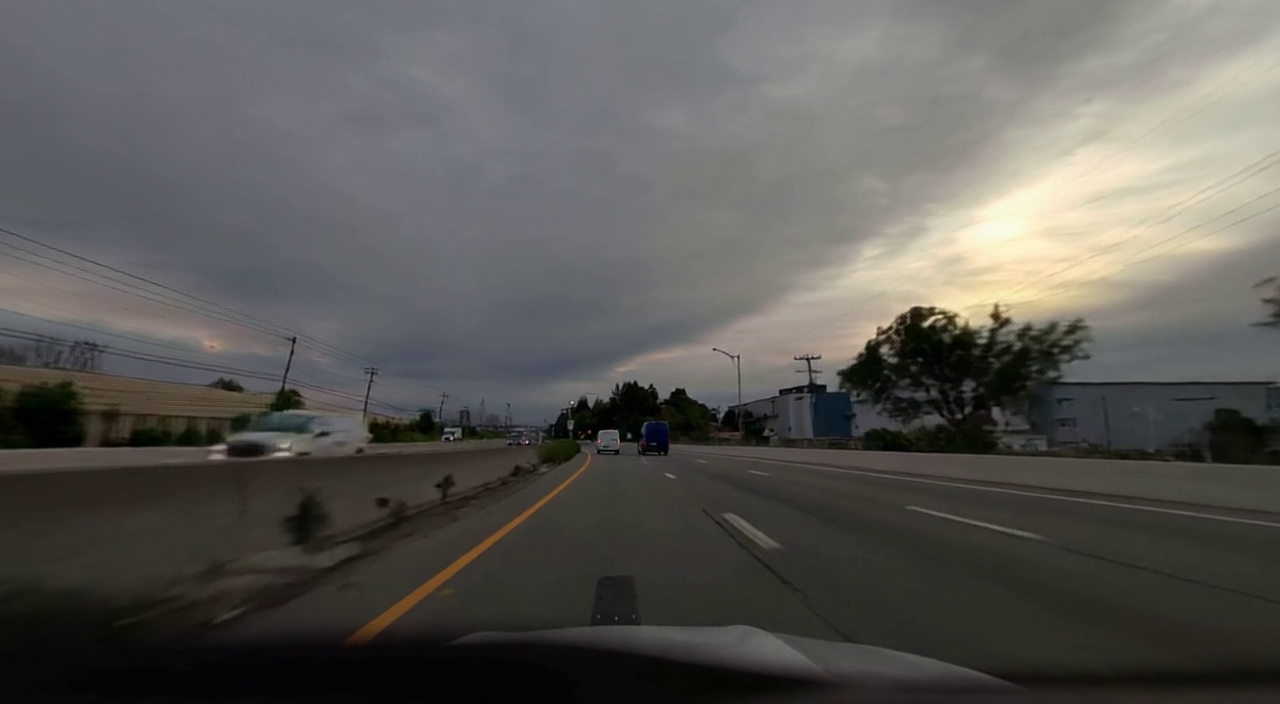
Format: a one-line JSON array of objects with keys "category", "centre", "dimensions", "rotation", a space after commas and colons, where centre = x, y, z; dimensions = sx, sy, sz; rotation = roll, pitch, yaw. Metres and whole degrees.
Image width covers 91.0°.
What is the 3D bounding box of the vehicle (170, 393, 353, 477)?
[{"category": "vehicle", "centre": [-7.991, 1.818, 13.763], "dimensions": [1.734, 1.560, 3.682], "rotation": [0, -8, -1]}]
